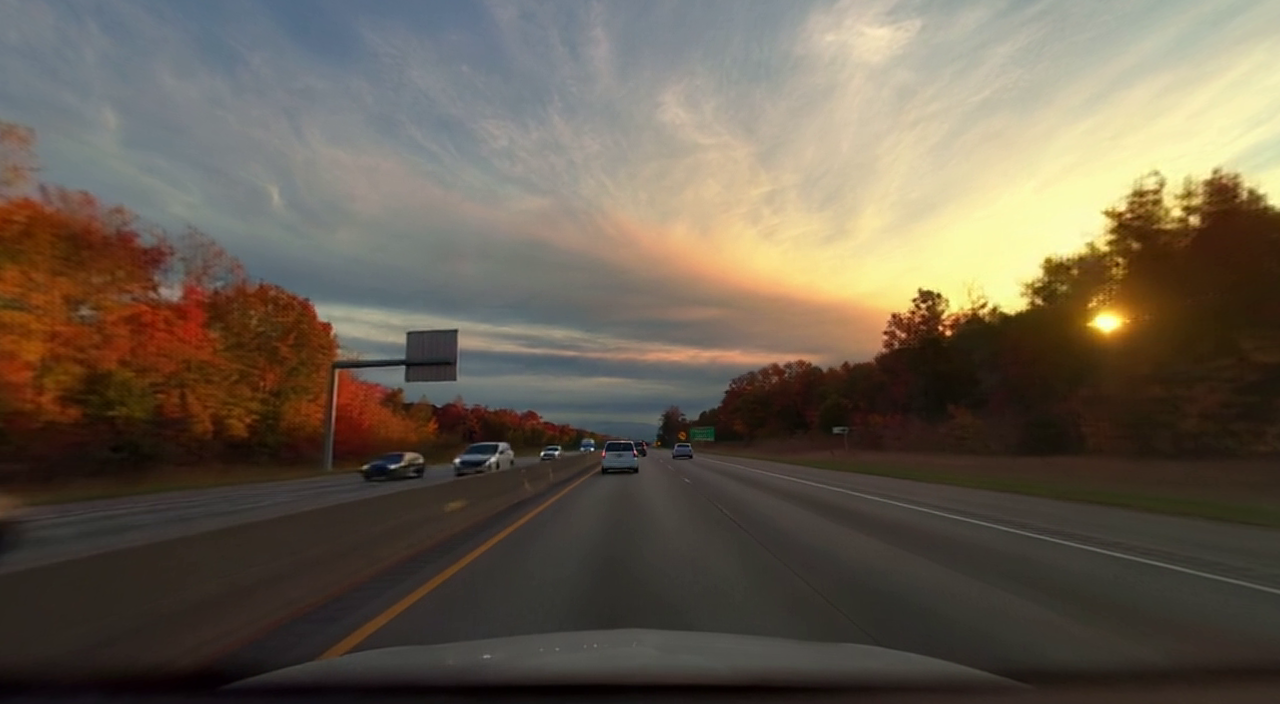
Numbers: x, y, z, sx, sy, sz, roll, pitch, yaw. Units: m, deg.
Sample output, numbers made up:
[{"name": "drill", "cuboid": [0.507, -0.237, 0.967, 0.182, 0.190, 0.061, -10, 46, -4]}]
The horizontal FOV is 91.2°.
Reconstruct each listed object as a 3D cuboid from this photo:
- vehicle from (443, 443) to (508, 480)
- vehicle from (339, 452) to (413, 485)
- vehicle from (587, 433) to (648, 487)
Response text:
[{"name": "vehicle", "cuboid": [-8.924, 5.993, 34.500, 2.152, 1.839, 5.038, -1, -9, 0]}, {"name": "vehicle", "cuboid": [-13.565, 5.996, 32.500, 1.896, 1.501, 4.530, 0, -9, 0]}, {"name": "vehicle", "cuboid": [-0.714, 3.760, 22.129, 1.937, 1.699, 3.936, 0, -9, 0]}]
